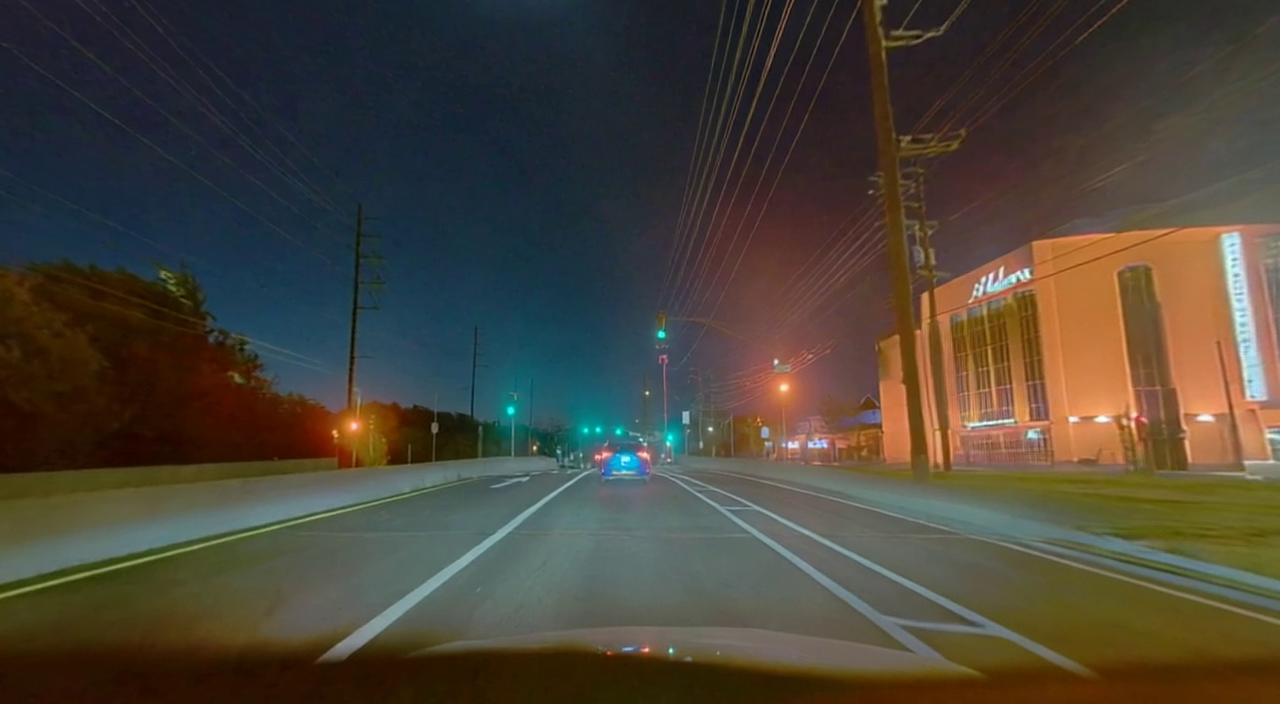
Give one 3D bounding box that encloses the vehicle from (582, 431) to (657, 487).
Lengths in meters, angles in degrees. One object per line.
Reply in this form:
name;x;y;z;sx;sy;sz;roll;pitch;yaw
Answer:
vehicle;-0.619;3.285;19.721;2.123;1.566;3.662;0;-8;-1
